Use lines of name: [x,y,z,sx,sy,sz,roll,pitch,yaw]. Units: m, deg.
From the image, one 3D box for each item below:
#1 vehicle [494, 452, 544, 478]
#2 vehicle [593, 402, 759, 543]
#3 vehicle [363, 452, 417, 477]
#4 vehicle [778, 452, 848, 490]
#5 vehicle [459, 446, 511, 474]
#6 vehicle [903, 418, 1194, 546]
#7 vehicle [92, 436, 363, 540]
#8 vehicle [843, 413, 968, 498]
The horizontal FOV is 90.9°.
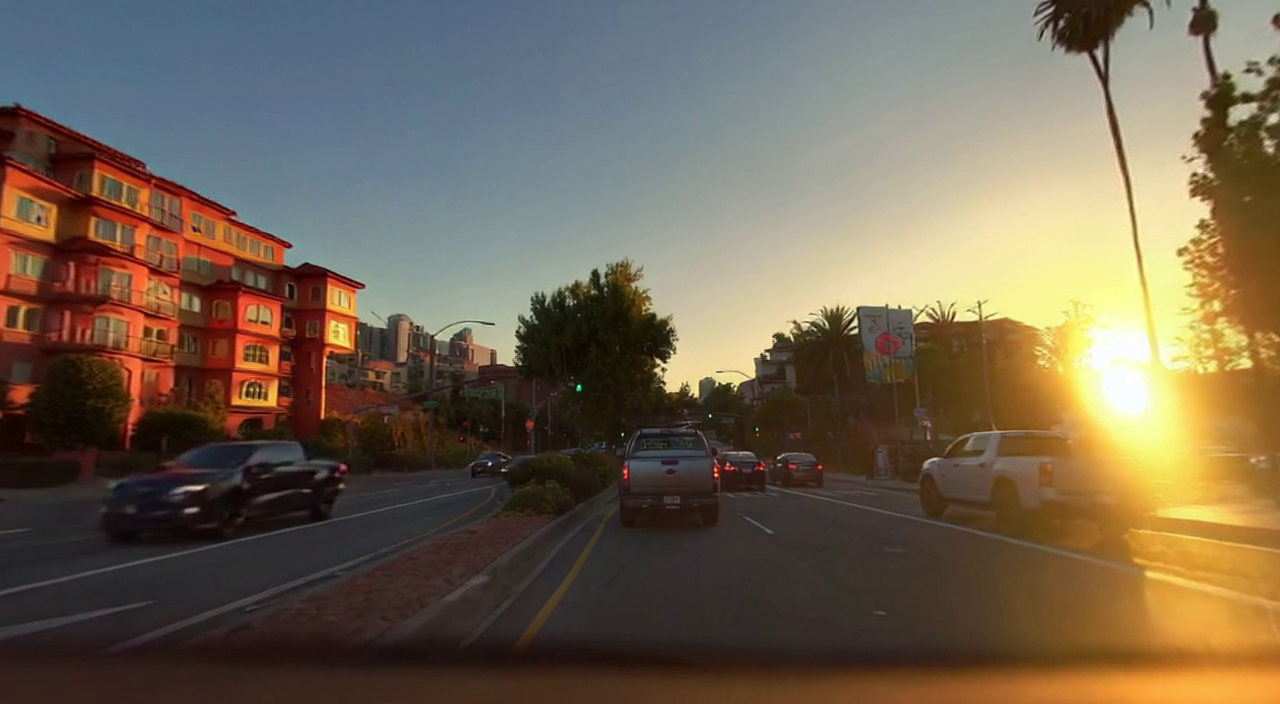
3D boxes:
vehicle: [-7.555,7.101,39.803,2.061,1.496,4.600,-1,-9,3]
vehicle: [0.598,2.236,12.334,2.487,2.115,5.444,0,-9,1]
vehicle: [-18.102,8.161,45.925,1.972,1.694,4.466,0,-9,1]
vehicle: [7.698,5.336,28.564,1.958,1.523,4.553,0,-9,1]
vehicle: [-10.927,7.668,44.908,2.272,1.837,4.892,-1,-9,2]
vehicle: [7.514,2.441,12.599,2.215,1.973,5.323,0,-9,0]
vehicle: [-8.037,2.663,13.095,2.268,1.733,4.821,0,-9,1]
vehicle: [10.804,4.110,26.352,2.663,3.061,5.602,-1,-5,0]
